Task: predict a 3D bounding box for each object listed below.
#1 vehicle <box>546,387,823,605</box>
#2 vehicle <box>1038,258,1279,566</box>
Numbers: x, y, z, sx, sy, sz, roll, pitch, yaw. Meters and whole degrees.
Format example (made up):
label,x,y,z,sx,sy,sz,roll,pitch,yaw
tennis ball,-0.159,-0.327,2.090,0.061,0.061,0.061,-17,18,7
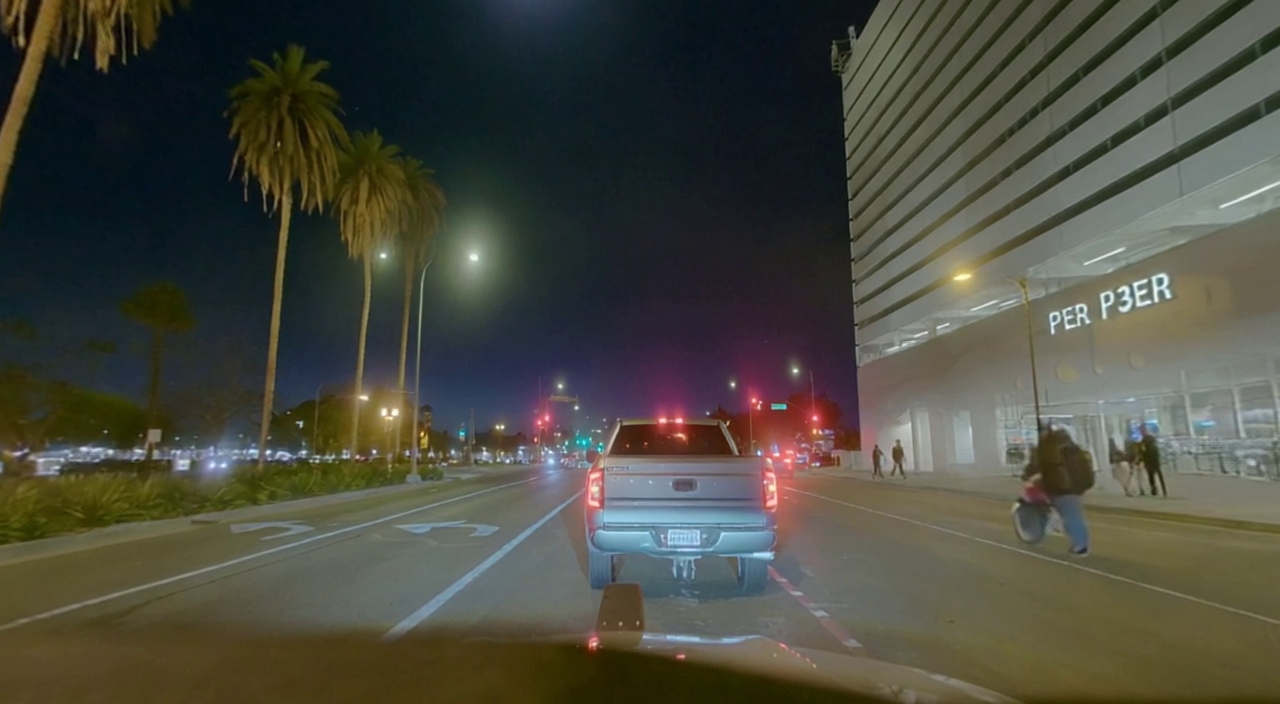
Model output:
label,x,y,z,sx,sy,sz,roll,pitch,yaw
vehicle,0.403,1.595,8.002,2.311,1.819,5.255,0,-8,1
vehicle,7.904,0.854,8.593,2.666,3.345,3.622,-1,-8,7
